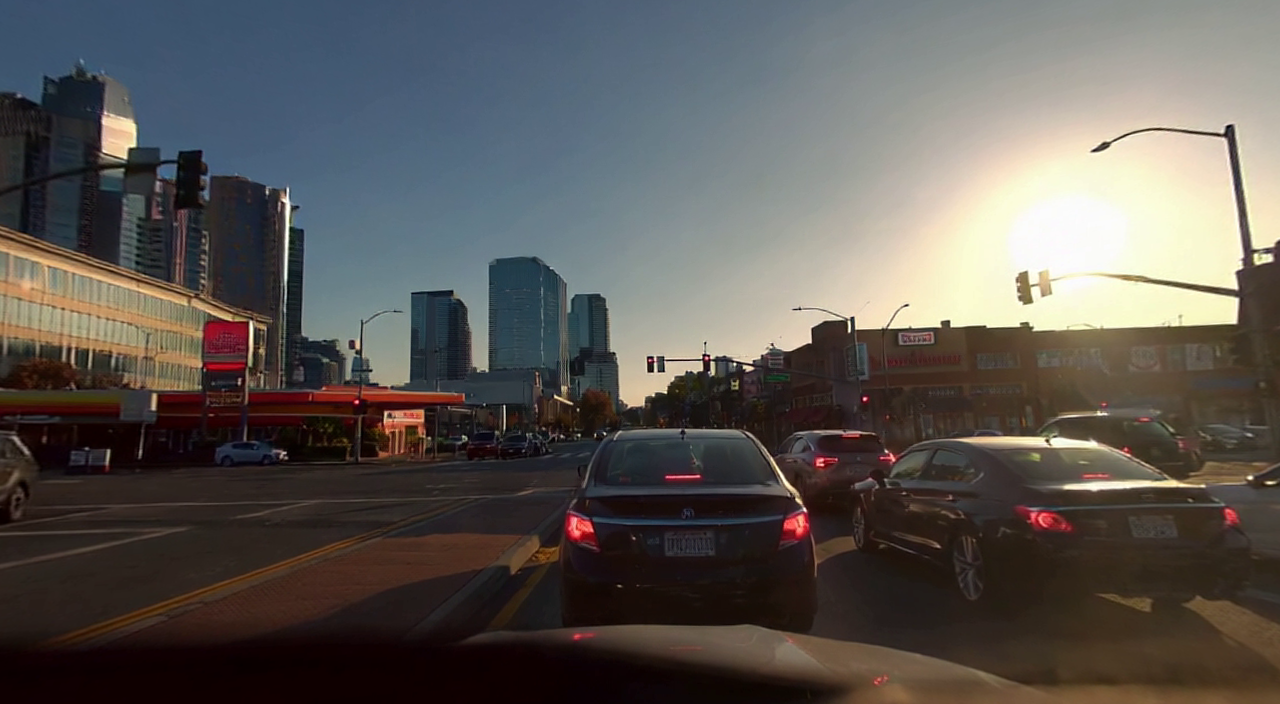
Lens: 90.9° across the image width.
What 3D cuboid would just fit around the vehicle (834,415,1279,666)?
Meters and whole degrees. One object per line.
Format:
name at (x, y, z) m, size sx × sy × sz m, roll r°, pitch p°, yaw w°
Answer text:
vehicle at (3.517, 1.452, 6.056) m, size 1.883 × 1.480 × 4.489 m, roll 0°, pitch -8°, yaw 0°

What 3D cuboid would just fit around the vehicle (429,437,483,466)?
vehicle at (-12.112, 6.579, 41.834) m, size 2.122 × 1.829 × 4.559 m, roll 0°, pitch -8°, yaw 0°

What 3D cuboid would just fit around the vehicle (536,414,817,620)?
vehicle at (0.215, 1.498, 6.670) m, size 2.073 × 1.496 × 3.892 m, roll 0°, pitch -8°, yaw -2°

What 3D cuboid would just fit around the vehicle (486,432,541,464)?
vehicle at (-8.809, 6.716, 44.600) m, size 2.710 × 2.022 × 5.889 m, roll -2°, pitch -7°, yaw -1°
